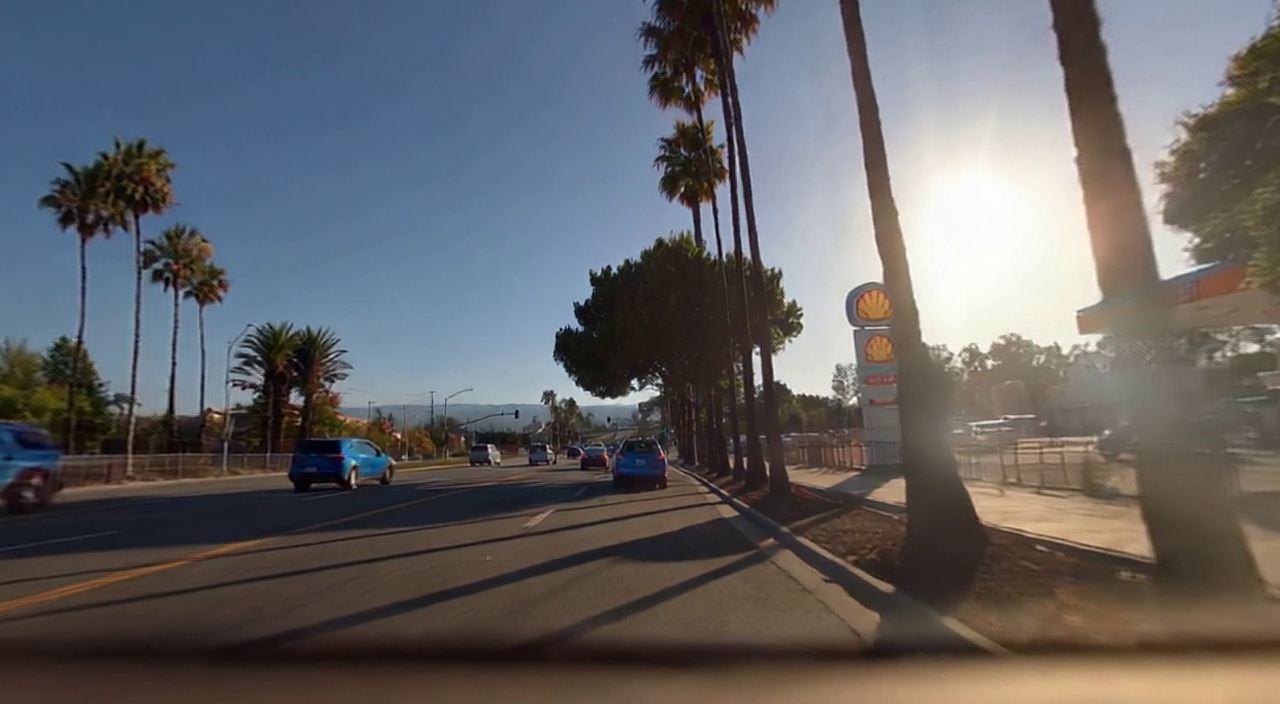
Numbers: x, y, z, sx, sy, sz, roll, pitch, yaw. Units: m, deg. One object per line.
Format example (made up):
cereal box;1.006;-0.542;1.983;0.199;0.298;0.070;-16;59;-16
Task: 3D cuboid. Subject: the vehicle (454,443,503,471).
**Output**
vehicle;-10.813;7.047;42.420;1.998;1.731;4.952;0;-9;0

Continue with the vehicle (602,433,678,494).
vehicle;0.037;3.447;19.726;2.121;1.710;3.893;0;-9;1

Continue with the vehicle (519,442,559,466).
vehicle;-7.186;7.288;45.094;2.099;1.608;4.420;0;-9;1

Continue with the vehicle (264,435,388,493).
vehicle;-10.585;3.797;21.596;1.965;1.743;4.327;0;-9;1

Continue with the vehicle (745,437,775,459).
vehicle;8.261;6.544;42.971;1.837;1.416;3.947;-2;-9;12
